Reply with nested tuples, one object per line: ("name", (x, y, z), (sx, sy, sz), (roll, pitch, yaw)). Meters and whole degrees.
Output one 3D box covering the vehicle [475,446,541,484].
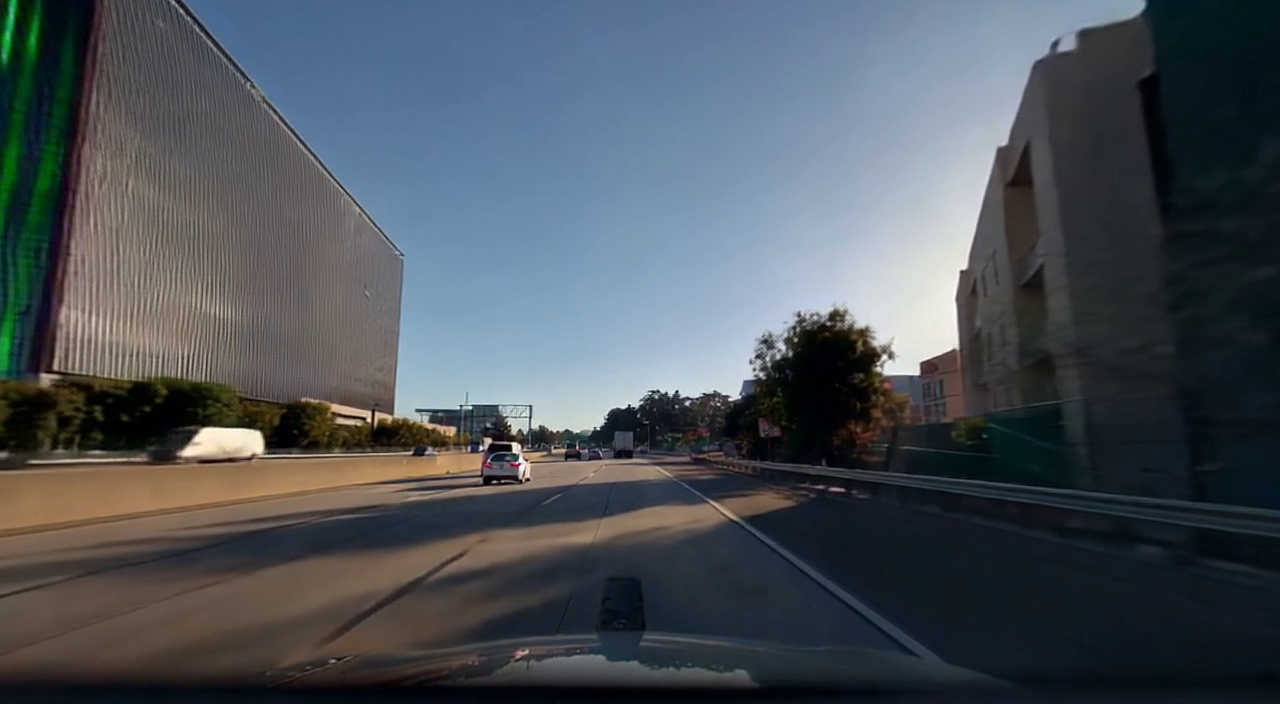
("vehicle", (-5.649, 4.867, 27.463), (1.943, 1.510, 4.201), (0, -9, 0))
